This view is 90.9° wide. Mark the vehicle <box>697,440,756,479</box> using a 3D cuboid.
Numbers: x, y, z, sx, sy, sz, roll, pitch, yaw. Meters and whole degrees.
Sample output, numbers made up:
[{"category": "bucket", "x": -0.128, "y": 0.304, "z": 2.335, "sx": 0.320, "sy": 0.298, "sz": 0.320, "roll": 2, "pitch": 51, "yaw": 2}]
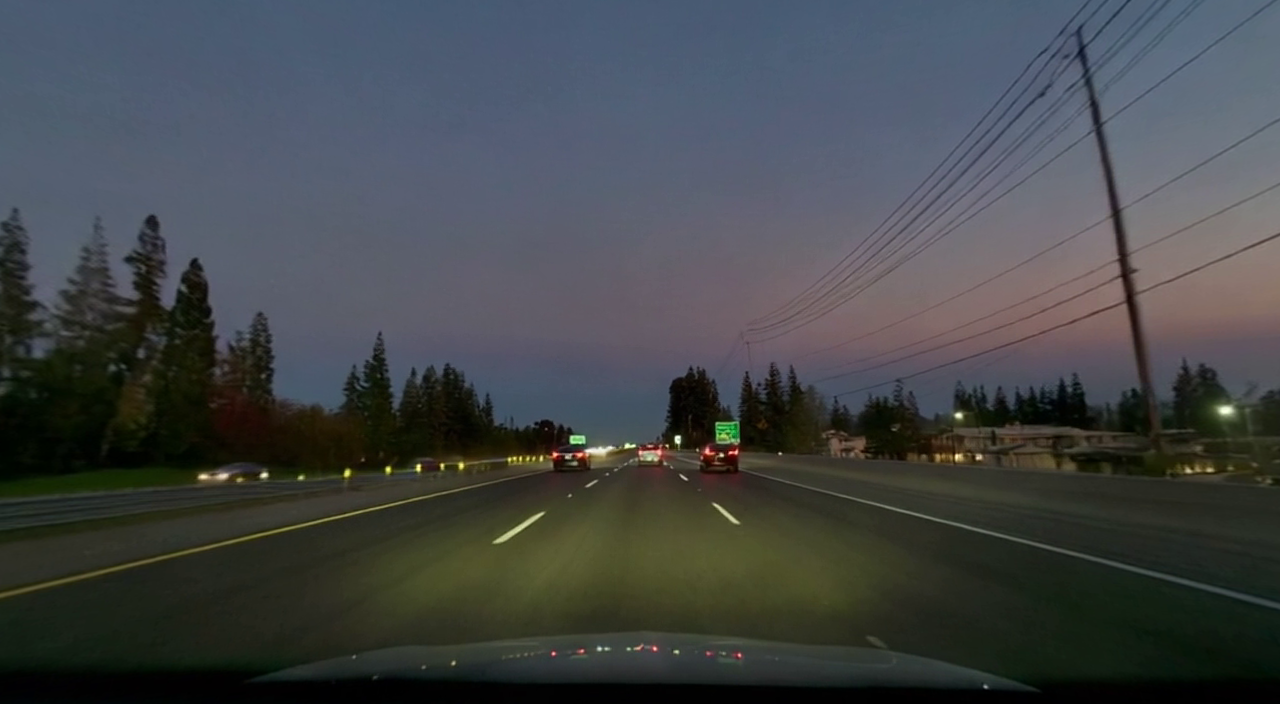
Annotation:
[{"category": "vehicle", "x": 3.667, "y": 4.620, "z": 27.384, "sx": 1.996, "sy": 1.579, "sz": 3.841, "roll": 0, "pitch": -8, "yaw": 0}]

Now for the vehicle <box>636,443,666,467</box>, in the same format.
[{"category": "vehicle", "x": 0.718, "y": 7.153, "z": 44.044, "sx": 2.049, "sy": 1.620, "sz": 4.153, "roll": 0, "pitch": -8, "yaw": 0}]

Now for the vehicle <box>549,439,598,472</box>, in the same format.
[{"category": "vehicle", "x": -3.686, "y": 5.852, "z": 35.897, "sx": 2.217, "sy": 1.773, "sz": 4.553, "roll": 0, "pitch": -8, "yaw": 1}]
